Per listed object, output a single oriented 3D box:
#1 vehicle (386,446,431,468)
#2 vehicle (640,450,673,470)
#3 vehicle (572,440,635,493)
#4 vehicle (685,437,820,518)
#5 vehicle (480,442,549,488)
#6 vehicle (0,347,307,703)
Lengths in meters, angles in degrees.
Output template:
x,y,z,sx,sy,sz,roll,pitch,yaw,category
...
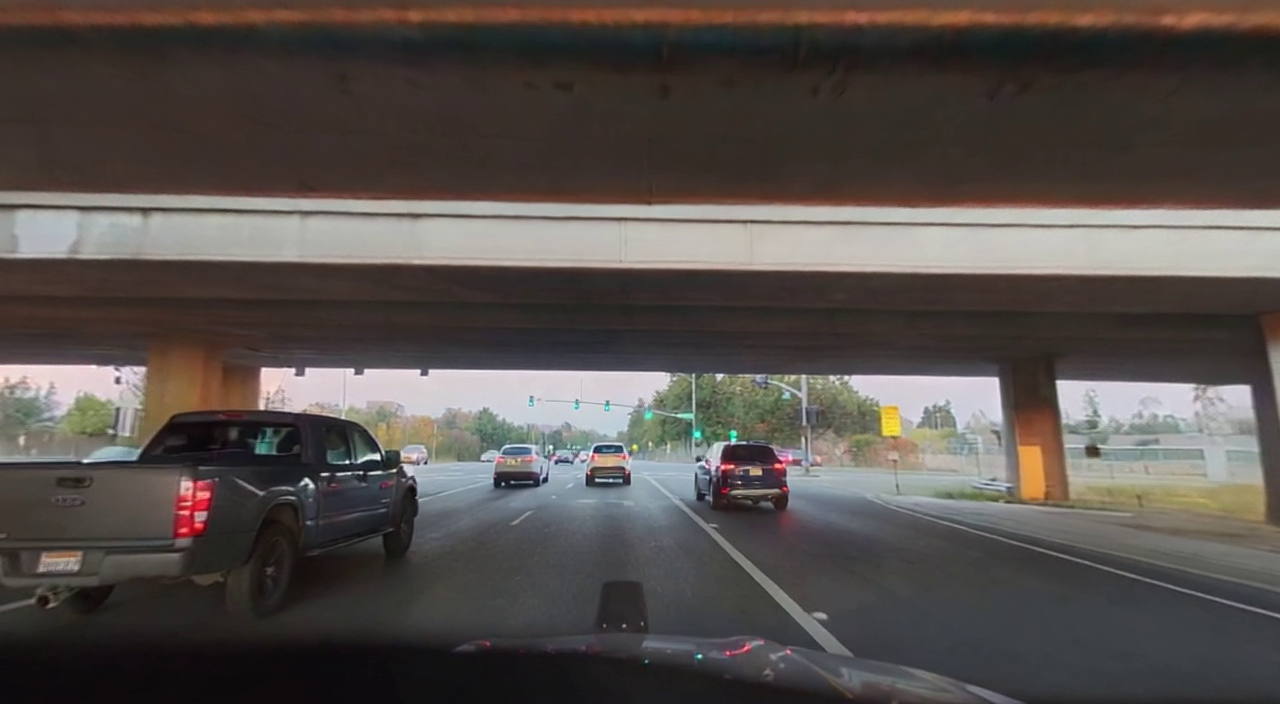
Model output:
x,y,z,sx,sy,sz,roll,pitch,yaw,category
-18.100,8.218,49.489,2.089,1.684,4.521,1,-9,-5,vehicle
1.193,8.205,48.079,2.026,1.457,3.969,1,-9,-5,vehicle
-1.280,4.134,23.056,2.097,1.748,3.794,0,-9,-2,vehicle
2.637,3.126,16.390,2.234,1.720,5.378,0,-9,-3,vehicle
-5.042,4.587,25.982,2.127,1.720,4.064,0,-9,-2,vehicle
-4.208,0.972,3.616,2.074,1.814,4.596,0,-9,0,vehicle
